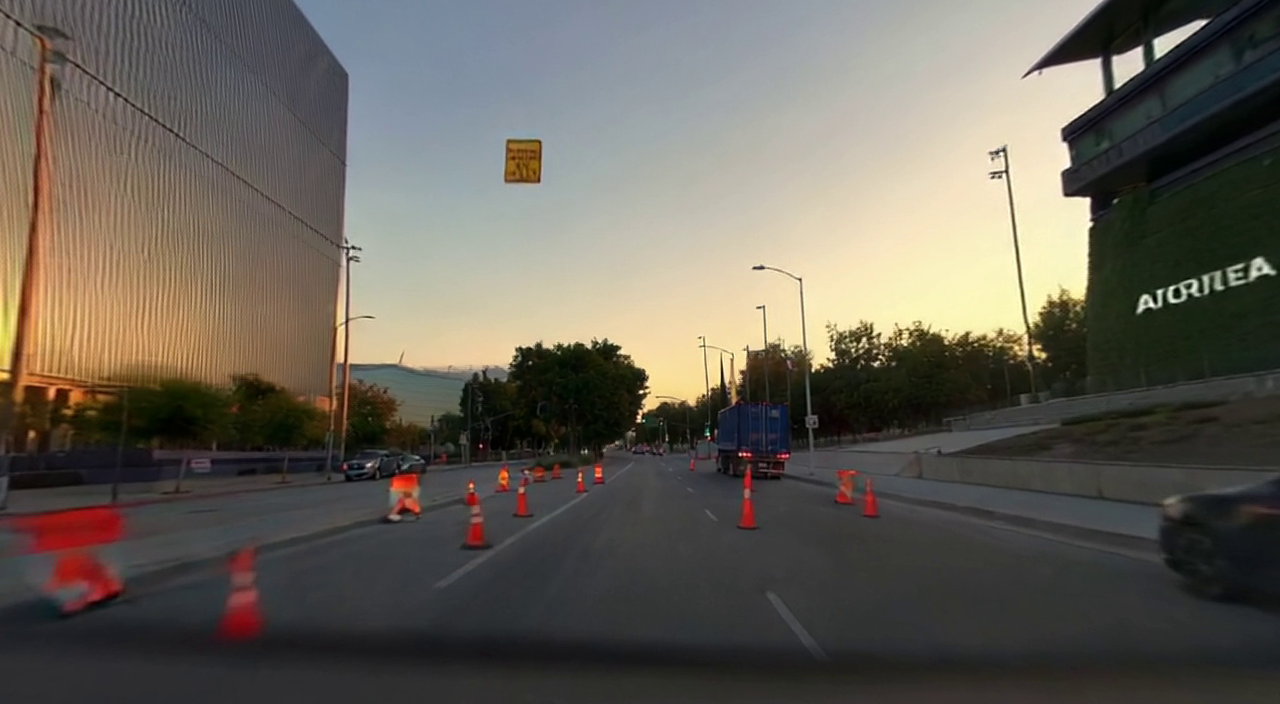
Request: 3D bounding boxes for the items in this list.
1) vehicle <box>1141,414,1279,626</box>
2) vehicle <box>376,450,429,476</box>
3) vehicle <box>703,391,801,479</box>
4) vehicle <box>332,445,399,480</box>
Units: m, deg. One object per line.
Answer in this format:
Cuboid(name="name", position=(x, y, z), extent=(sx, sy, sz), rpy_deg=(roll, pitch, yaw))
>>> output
Cuboid(name="vehicle", position=(6.035, 1.154, 3.914), extent=(2.098, 1.619, 4.433), rpy_deg=(0, -9, -2))
Cuboid(name="vehicle", position=(-16.795, 7.834, 44.858), extent=(1.925, 1.665, 4.893), rpy_deg=(0, -9, -1))
Cuboid(name="vehicle", position=(5.470, 4.440, 33.140), extent=(3.176, 3.913, 9.805), rpy_deg=(0, -9, -1))
Cuboid(name="vehicle", position=(-16.801, 6.767, 39.005), extent=(1.937, 1.984, 4.928), rpy_deg=(0, -9, 0))
